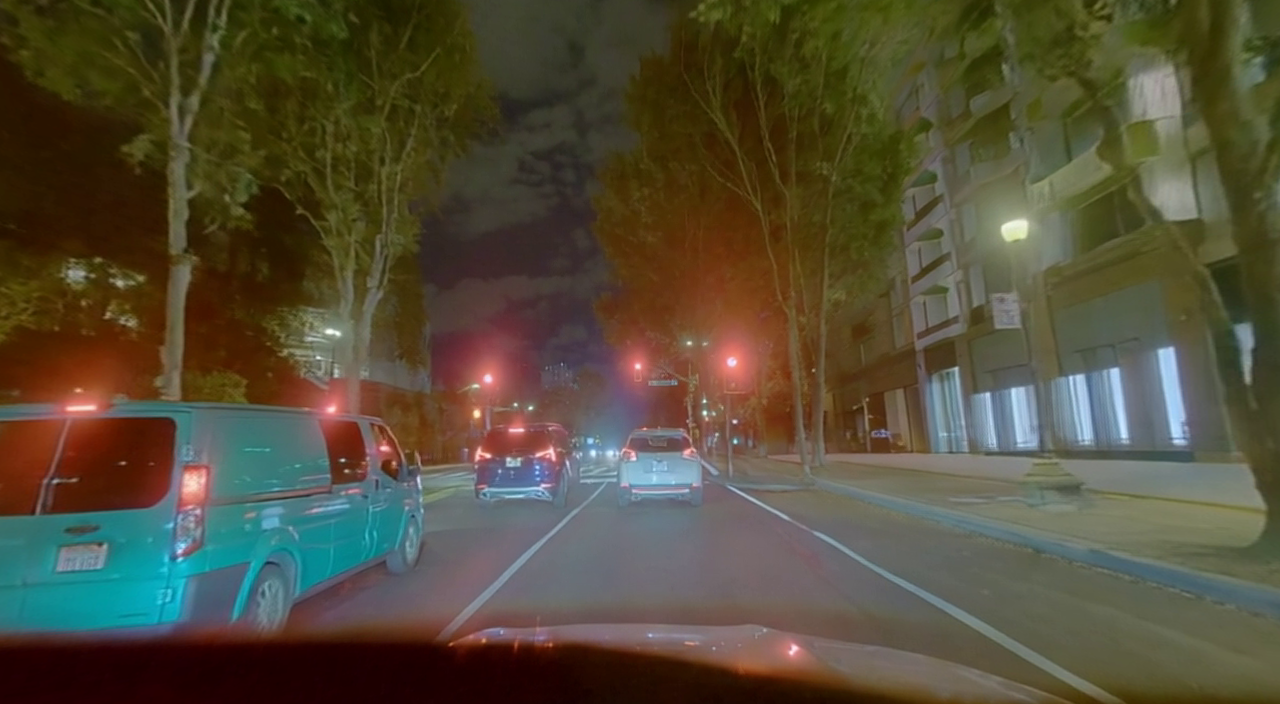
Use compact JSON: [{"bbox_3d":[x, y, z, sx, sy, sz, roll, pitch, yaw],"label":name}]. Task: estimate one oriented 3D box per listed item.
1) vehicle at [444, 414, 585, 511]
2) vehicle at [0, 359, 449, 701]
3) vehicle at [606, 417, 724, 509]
[{"bbox_3d":[-2.562,2.407,14.170,2.124,1.799,4.587,0,-8,1],"label":"vehicle"},{"bbox_3d":[-3.132,1.170,5.164,1.940,1.722,3.823,0,-8,0],"label":"vehicle"},{"bbox_3d":[0.499,2.381,13.870,2.205,1.727,3.917,0,-8,1],"label":"vehicle"}]
